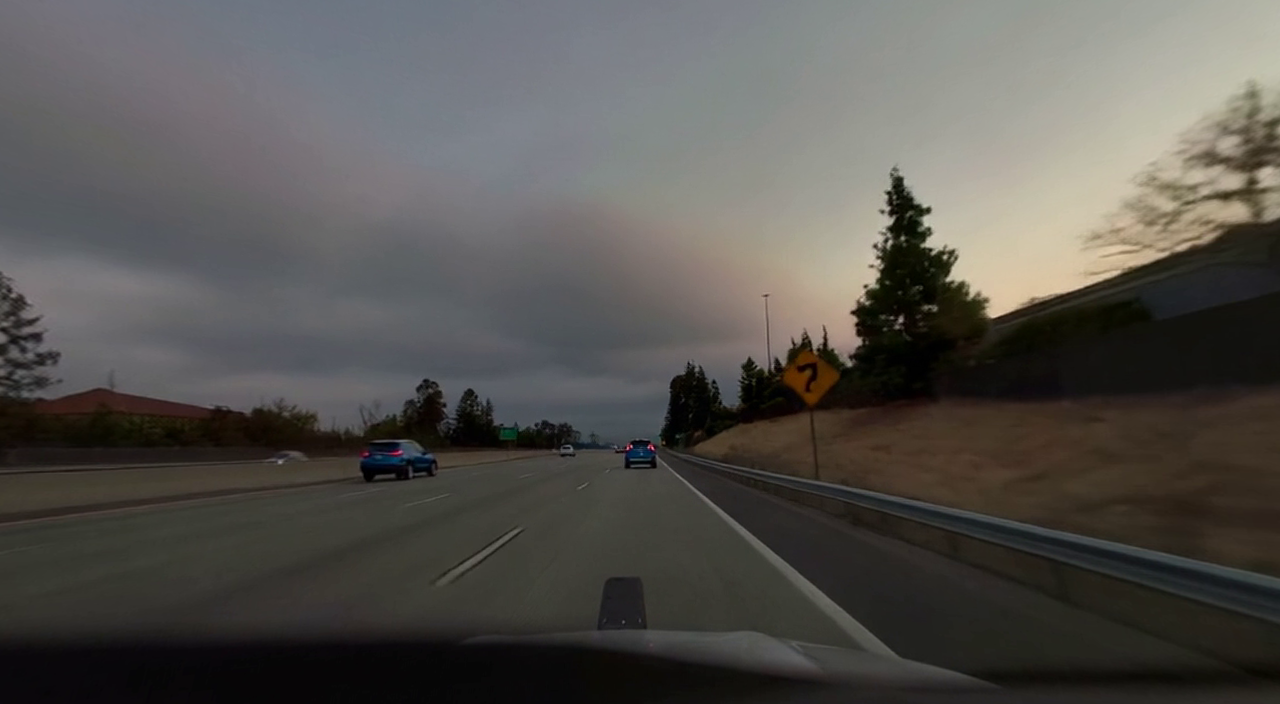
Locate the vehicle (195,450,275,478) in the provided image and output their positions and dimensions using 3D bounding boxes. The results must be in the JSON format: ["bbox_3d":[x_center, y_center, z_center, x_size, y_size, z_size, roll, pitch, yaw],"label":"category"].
[{"bbox_3d":[-23.770,6.552,37.206,2.104,1.526,3.825,0,-8,1],"label":"vehicle"}]

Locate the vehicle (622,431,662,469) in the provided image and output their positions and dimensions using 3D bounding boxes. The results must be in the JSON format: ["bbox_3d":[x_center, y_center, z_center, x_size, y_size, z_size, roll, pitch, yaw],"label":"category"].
[{"bbox_3d":[0.144,5.988,38.722,2.318,2.145,4.561,0,-8,0],"label":"vehicle"}]

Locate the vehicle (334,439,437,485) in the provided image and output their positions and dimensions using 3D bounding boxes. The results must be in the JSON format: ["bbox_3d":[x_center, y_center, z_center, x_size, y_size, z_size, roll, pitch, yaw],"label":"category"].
[{"bbox_3d":[-10.163,4.416,25.647,2.037,1.661,4.885,0,-8,1],"label":"vehicle"}]
